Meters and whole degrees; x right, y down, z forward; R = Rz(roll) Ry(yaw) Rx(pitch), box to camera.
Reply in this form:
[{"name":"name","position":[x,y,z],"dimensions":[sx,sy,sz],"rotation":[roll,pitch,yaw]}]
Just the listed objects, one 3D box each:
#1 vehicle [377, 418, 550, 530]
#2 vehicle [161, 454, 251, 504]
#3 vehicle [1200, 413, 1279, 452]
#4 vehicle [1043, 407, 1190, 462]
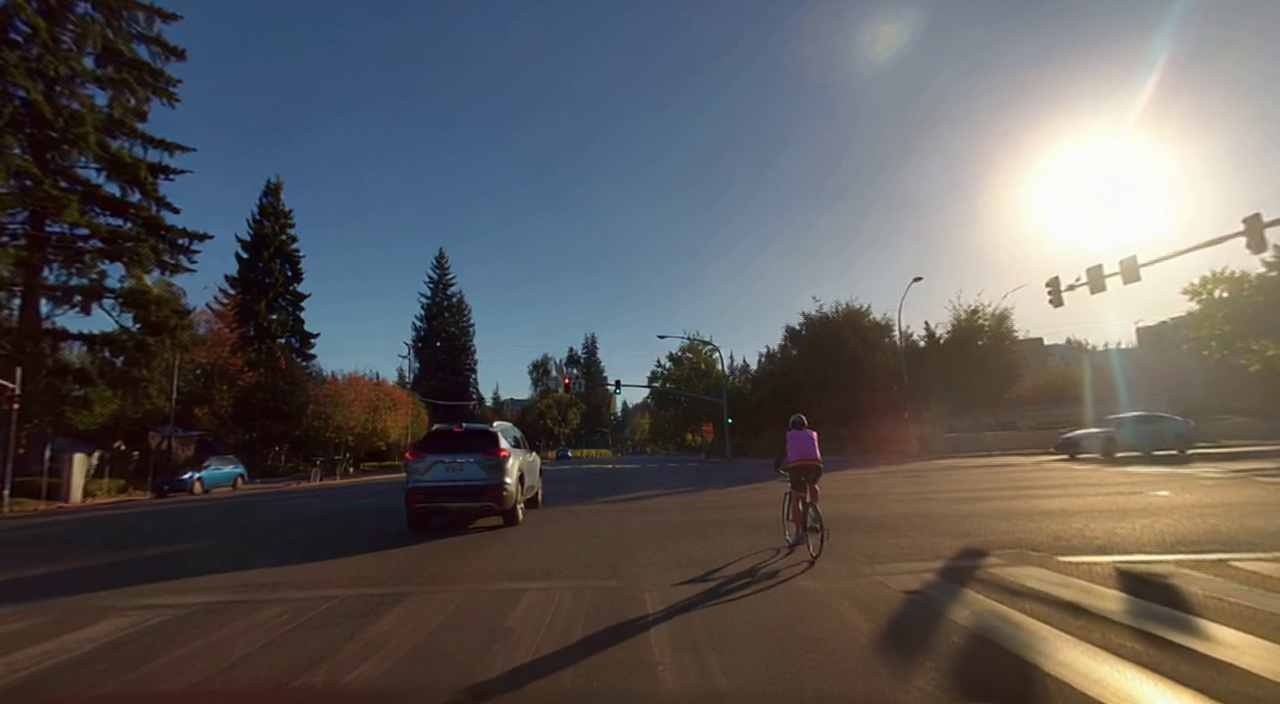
[{"name":"vehicle","position":[-3.148,2.285,12.400],"dimensions":[2.049,1.756,4.602],"rotation":[0,-8,0]},{"name":"vehicle","position":[-15.301,4.423,22.481],"dimensions":[2.171,1.474,4.513],"rotation":[5,-10,-29]},{"name":"vehicle","position":[25.839,3.294,25.649],"dimensions":[4.716,1.507,1.904],"rotation":[2,-8,-10]},{"name":"vehicle","position":[18.630,3.258,24.754],"dimensions":[4.237,1.948,1.997],"rotation":[0,-9,-9]}]
